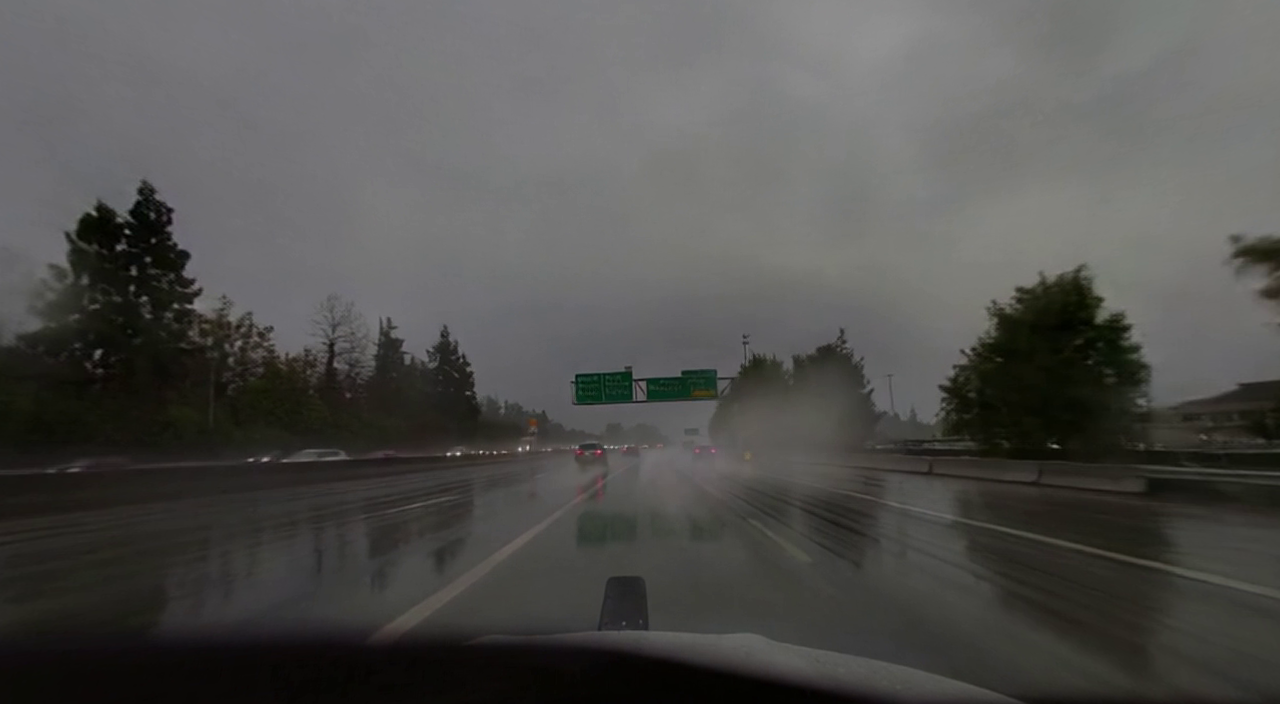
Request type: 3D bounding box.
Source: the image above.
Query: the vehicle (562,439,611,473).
[{"bbox_3d":[-2.923,5.808,35.488,2.196,1.733,4.355,0,-8,2],"label":"vehicle"}]

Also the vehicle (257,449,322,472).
[{"bbox_3d":[-23.709,7.308,42.772,1.916,1.452,4.068,-1,-8,3],"label":"vehicle"}]

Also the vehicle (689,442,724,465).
[{"bbox_3d":[5.118,7.860,49.172,2.229,1.704,4.392,0,-8,0],"label":"vehicle"}]

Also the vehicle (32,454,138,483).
[{"bbox_3d":[-31.751,6.662,36.284,1.809,1.444,4.631,0,-8,1],"label":"vehicle"}]
